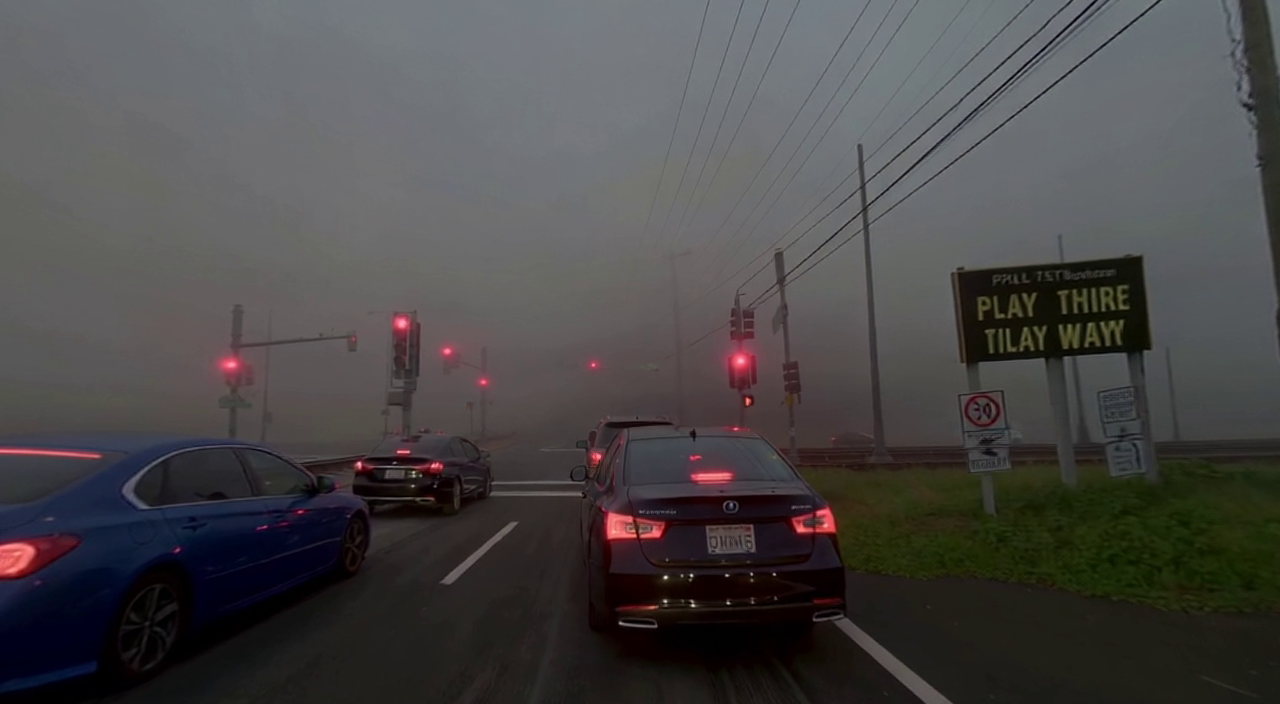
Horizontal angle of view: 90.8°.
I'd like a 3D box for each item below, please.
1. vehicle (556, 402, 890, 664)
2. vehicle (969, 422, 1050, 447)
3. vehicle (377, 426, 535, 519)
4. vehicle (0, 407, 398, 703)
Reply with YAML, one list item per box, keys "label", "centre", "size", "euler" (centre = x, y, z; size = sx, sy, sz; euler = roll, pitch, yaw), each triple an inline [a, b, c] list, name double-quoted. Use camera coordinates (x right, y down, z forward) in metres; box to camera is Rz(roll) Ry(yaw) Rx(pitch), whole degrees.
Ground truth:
- label: "vehicle"
  centre: [0.397, 1.363, 5.811]
  size: [1.998, 1.529, 3.960]
  euler: [0, -8, -3]
- label: "vehicle"
  centre: [27.165, 6.135, 46.593]
  size: [4.544, 1.762, 2.272]
  euler: [0, -9, -1]
- label: "vehicle"
  centre: [-3.371, 2.288, 12.484]
  size: [1.984, 1.505, 4.047]
  euler: [0, -8, -2]
- label: "vehicle"
  centre: [-3.710, 1.294, 4.828]
  size: [1.956, 1.468, 4.585]
  euler: [0, -8, -1]
